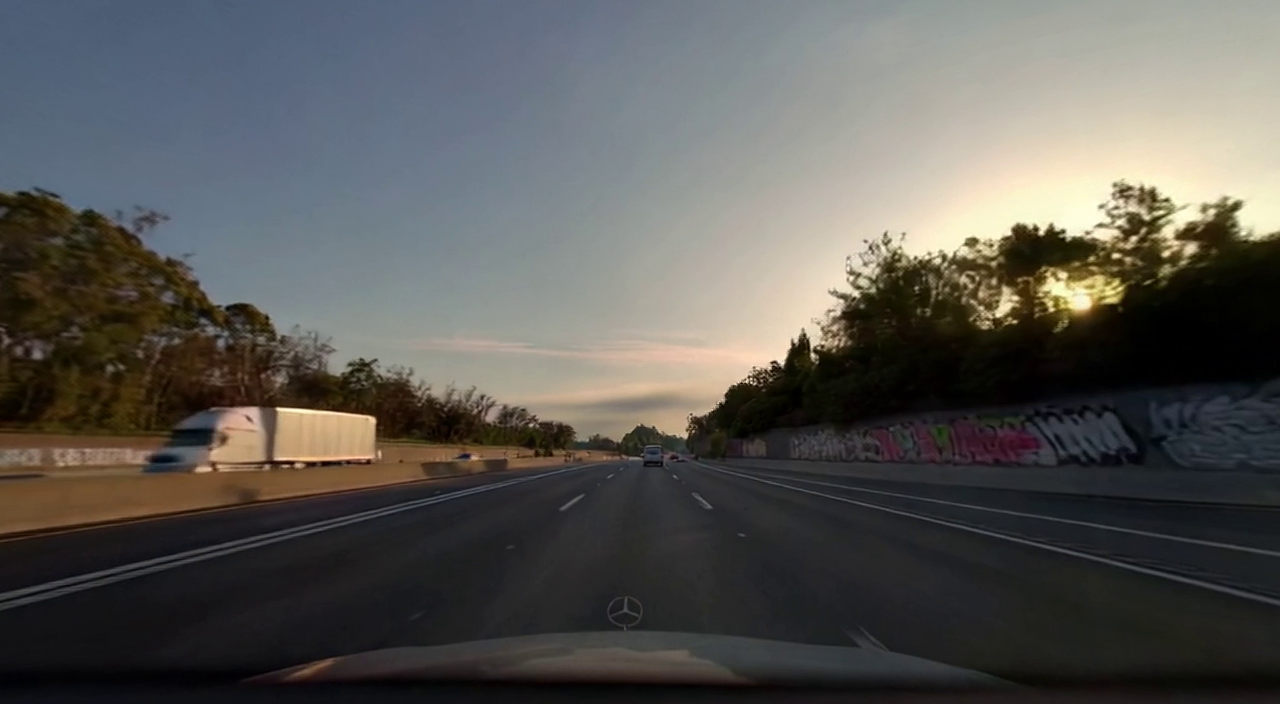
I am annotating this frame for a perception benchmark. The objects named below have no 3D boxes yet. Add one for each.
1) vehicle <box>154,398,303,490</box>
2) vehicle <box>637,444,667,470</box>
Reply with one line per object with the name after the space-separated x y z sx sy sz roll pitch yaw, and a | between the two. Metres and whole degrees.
-19.397 4.378 30.240 2.964 3.952 5.786 0 -8 1 | vehicle
0.926 8.230 49.547 2.279 1.934 4.268 0 -9 0 | vehicle
